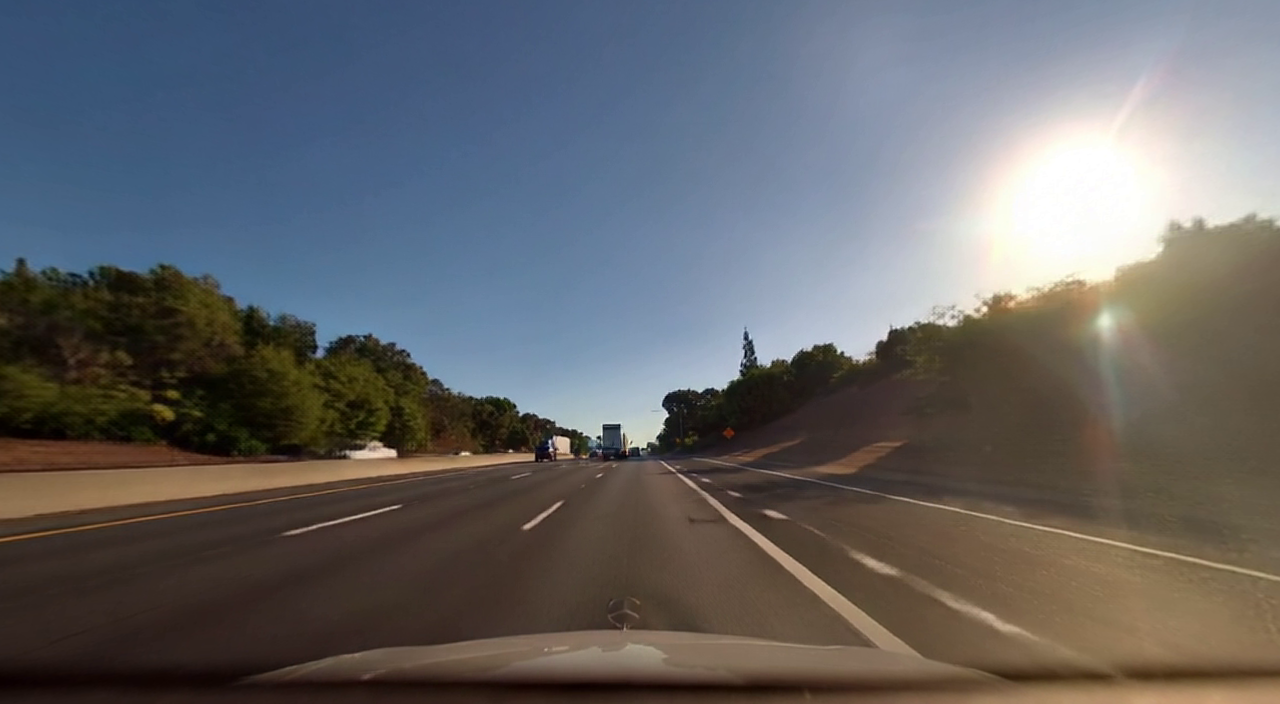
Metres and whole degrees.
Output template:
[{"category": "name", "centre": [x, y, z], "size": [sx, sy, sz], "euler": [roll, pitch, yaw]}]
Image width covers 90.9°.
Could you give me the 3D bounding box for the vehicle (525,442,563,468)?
[{"category": "vehicle", "centre": [-7.098, 7.652, 46.878], "size": [2.043, 1.828, 4.436], "euler": [0, -8, 1]}]

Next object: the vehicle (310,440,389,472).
[{"category": "vehicle", "centre": [-17.171, 6.173, 37.665], "size": [2.134, 1.726, 5.214], "euler": [0, -8, 1]}]
